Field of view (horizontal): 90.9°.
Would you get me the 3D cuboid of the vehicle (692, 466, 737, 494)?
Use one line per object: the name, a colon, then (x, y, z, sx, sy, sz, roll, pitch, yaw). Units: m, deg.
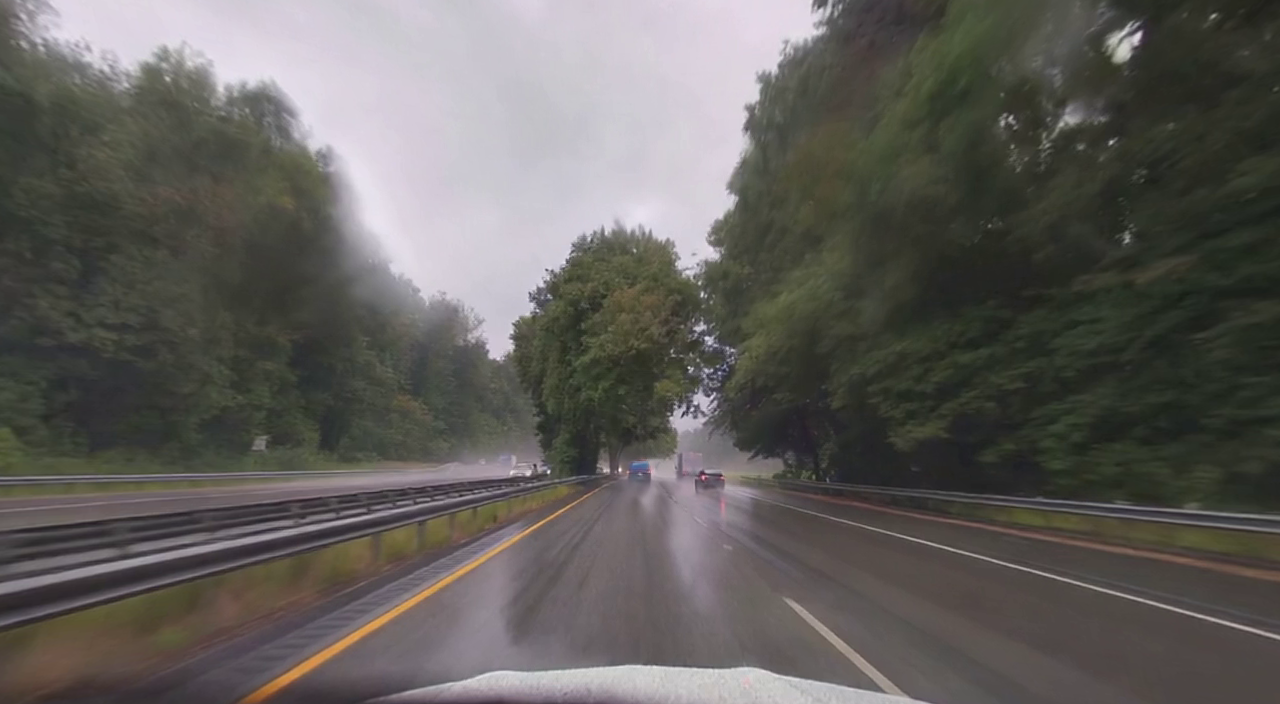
vehicle: (4.500, 7.805, 38.670, 2.073, 1.532, 4.969, 1, -10, -1)

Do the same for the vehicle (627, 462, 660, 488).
vehicle: (0.278, 8.786, 45.249, 2.212, 1.717, 4.452, 1, -10, 1)
